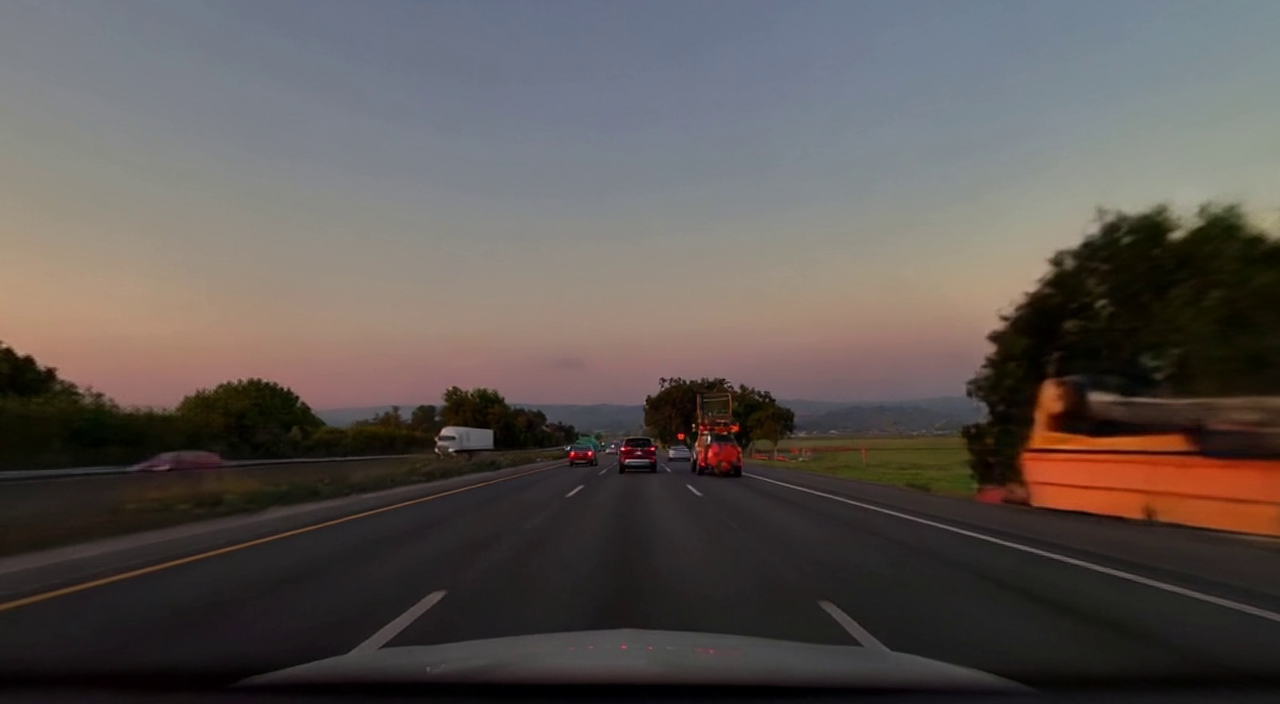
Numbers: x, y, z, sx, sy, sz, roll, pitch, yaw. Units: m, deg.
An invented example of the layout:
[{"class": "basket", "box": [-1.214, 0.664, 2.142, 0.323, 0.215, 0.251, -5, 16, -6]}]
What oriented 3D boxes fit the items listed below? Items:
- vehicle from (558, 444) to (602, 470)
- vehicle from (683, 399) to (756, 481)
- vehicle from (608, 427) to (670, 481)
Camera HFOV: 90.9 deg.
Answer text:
[{"class": "vehicle", "box": [-3.455, 6.167, 37.329, 2.096, 1.469, 4.319, 0, -8, 1]}, {"class": "vehicle", "box": [4.041, 4.796, 34.225, 2.793, 3.828, 9.580, 0, -8, 1]}, {"class": "vehicle", "box": [-0.008, 4.148, 25.824, 2.308, 1.993, 4.631, 0, -8, 1]}]
